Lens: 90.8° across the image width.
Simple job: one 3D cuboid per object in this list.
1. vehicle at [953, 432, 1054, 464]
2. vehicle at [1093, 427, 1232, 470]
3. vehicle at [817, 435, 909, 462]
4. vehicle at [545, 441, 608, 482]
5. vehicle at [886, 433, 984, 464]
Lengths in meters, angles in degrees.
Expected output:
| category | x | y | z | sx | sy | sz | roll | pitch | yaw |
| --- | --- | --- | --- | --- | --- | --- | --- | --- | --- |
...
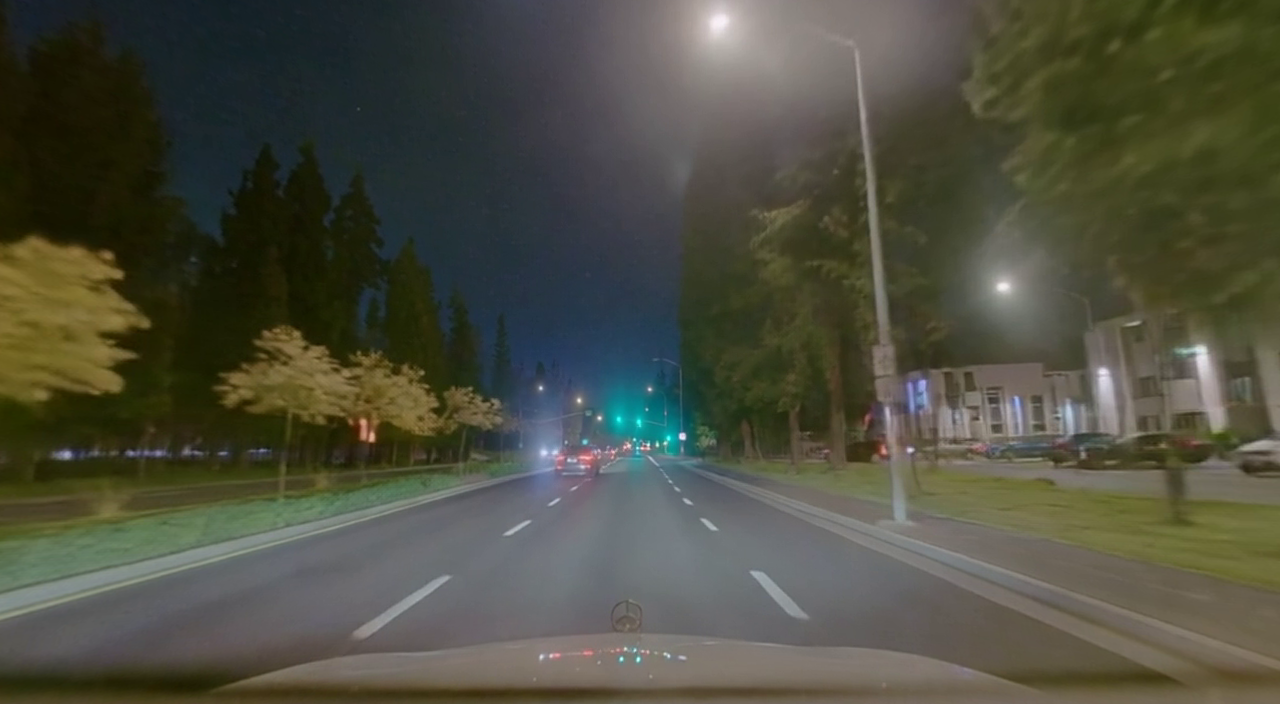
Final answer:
| category | x | y | z | sx | sy | sz | roll | pitch | yaw |
| --- | --- | --- | --- | --- | --- | --- | --- | --- | --- |
| vehicle | 17.290 | 4.568 | 30.156 | 3.846 | 1.488 | 1.695 | 1 | -9 | -8 |
| vehicle | 18.322 | 3.387 | 22.212 | 3.731 | 1.430 | 1.640 | 1 | -9 | -11 |
| vehicle | 15.418 | 6.681 | 43.875 | 5.604 | 1.833 | 2.128 | 1 | -9 | -8 |
| vehicle | -2.511 | 4.491 | 26.224 | 2.011 | 1.498 | 4.914 | 0 | -9 | 1 |
| vehicle | 16.670 | 5.472 | 35.820 | 4.564 | 1.663 | 2.033 | 1 | -9 | -9 |
